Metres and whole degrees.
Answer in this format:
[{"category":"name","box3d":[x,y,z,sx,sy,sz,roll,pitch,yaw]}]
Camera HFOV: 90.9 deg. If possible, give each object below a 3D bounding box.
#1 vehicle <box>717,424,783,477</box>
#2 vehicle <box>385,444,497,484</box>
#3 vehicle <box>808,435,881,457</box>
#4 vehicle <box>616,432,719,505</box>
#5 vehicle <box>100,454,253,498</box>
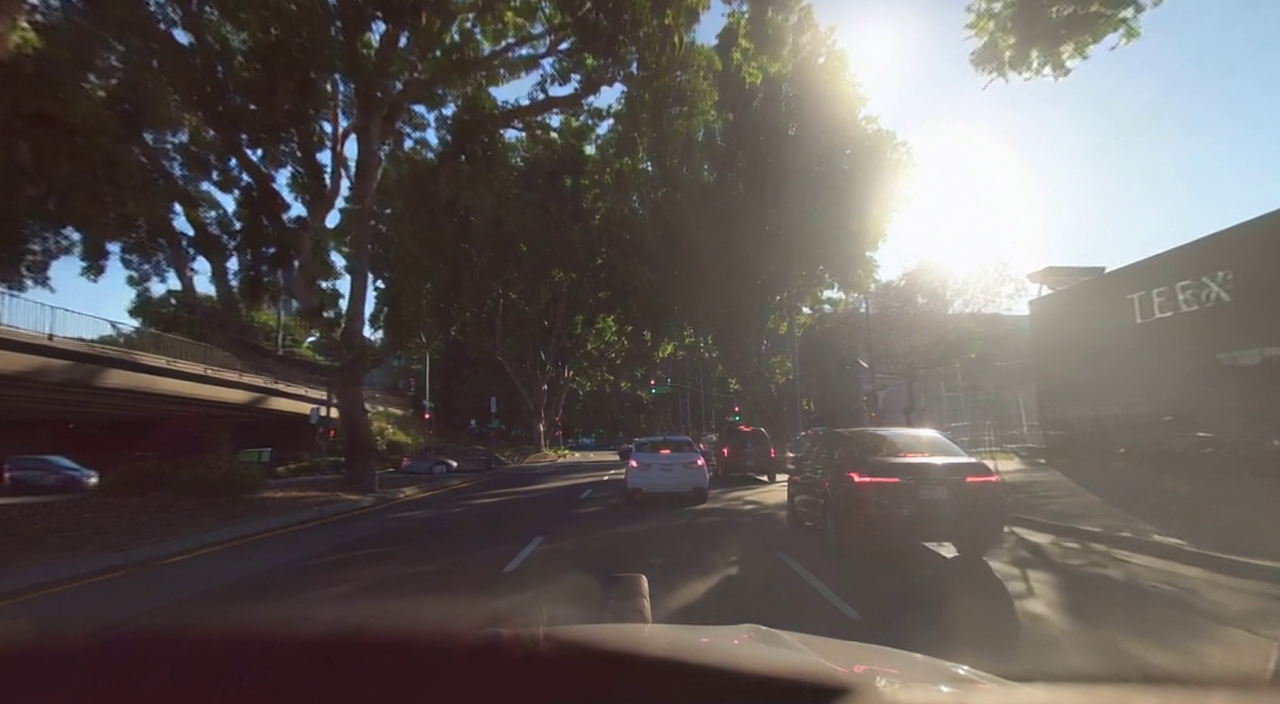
[{"category":"vehicle","box3d":[4.453,4.087,26.267,2.080,1.999,4.379,0,-8,2]},{"category":"vehicle","box3d":[-8.968,5.044,28.798,1.832,1.611,4.546,-7,-11,40]},{"category":"vehicle","box3d":[14.498,6.680,44.790,4.498,1.439,1.842,0,-8,-1]},{"category":"vehicle","box3d":[0.581,2.697,15.018,2.101,1.467,4.210,0,-8,1]},{"category":"vehicle","box3d":[-17.777,4.705,24.404,1.873,1.462,4.283,-6,-10,32]}]
